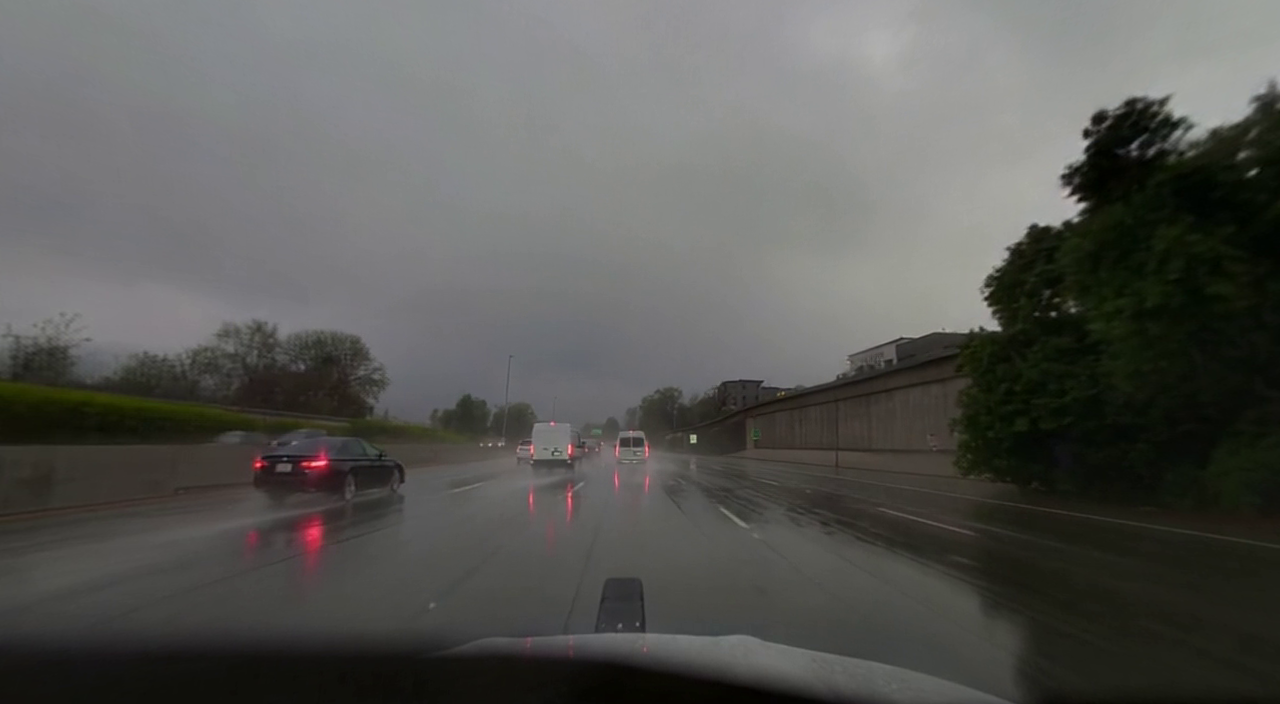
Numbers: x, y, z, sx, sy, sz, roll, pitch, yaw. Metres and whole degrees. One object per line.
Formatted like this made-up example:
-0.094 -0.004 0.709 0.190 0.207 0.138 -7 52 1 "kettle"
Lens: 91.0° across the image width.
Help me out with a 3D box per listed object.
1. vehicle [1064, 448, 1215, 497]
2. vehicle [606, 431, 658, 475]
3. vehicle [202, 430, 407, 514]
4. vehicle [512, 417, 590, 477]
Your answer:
21.185 5.073 27.099 2.083 1.873 5.209 0 -9 -1 "vehicle"
-0.351 4.584 28.738 2.207 1.807 4.199 0 -9 0 "vehicle"
-6.947 2.533 13.748 1.959 1.493 4.575 0 -9 0 "vehicle"
-3.665 4.105 27.291 2.504 2.276 5.933 0 -9 0 "vehicle"
